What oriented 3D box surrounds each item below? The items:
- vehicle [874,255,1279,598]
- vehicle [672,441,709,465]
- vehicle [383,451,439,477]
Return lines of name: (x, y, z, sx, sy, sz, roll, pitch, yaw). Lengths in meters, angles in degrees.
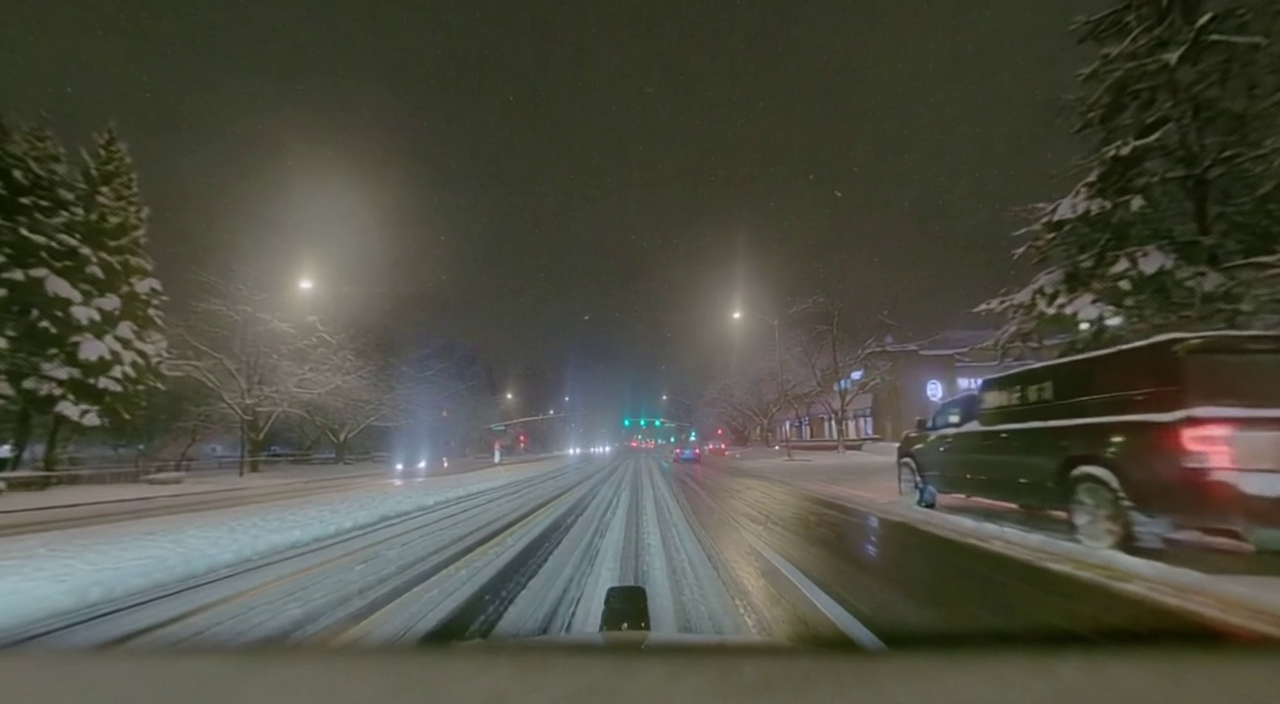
vehicle: (6.841, 1.241, 10.018, 3.013, 3.152, 8.476, 0, -8, 0)
vehicle: (3.308, 6.747, 42.278, 2.057, 1.470, 4.454, 0, -8, 0)
vehicle: (-13.919, 6.809, 38.601, 1.887, 1.470, 4.240, 0, -8, -1)
